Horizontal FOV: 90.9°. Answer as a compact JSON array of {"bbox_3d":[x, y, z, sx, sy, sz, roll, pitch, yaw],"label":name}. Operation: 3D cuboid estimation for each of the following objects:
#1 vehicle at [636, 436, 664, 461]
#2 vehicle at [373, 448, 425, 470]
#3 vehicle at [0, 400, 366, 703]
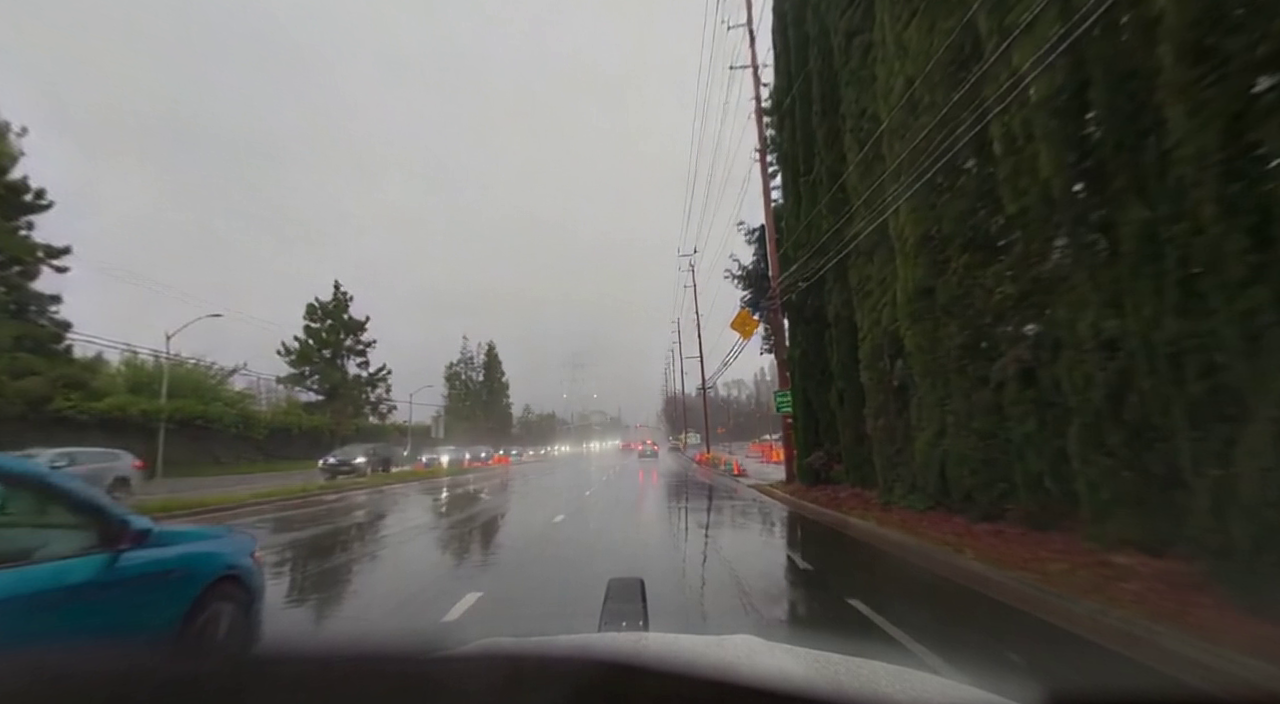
[{"bbox_3d":[0.781,7.415,48.668,2.060,1.845,4.151,0,-8,0],"label":"vehicle"},{"bbox_3d":[-17.709,7.889,46.577,1.979,1.494,4.706,0,-8,0],"label":"vehicle"},{"bbox_3d":[-3.098,0.924,2.174,2.087,1.480,4.825,0,-8,1],"label":"vehicle"}]
